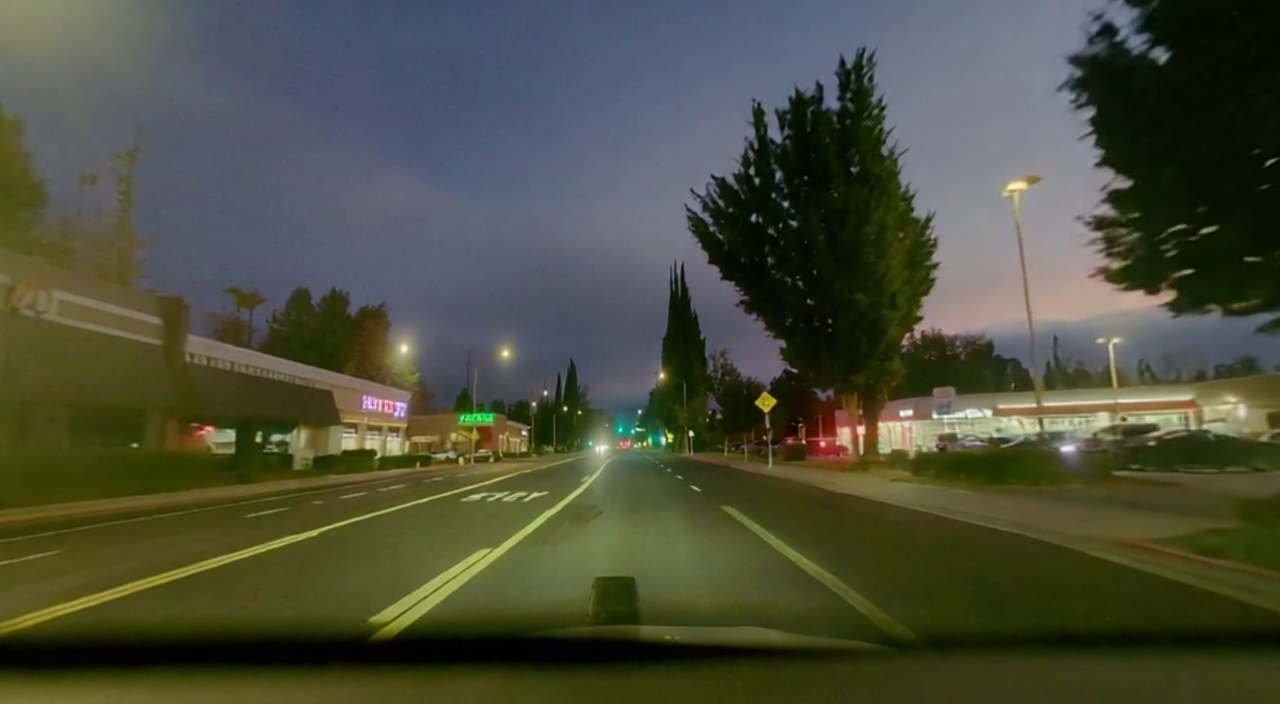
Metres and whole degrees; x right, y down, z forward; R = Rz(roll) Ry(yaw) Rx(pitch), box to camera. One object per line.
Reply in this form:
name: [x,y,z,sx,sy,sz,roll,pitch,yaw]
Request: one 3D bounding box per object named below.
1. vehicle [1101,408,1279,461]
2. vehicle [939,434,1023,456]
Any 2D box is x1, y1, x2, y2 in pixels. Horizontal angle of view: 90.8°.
vehicle: [23.553,3.507,26.674,6.239,2.118,2.380,0,-8,-1]
vehicle: [23.178,6.323,43.024,4.579,1.482,1.911,0,-8,1]
